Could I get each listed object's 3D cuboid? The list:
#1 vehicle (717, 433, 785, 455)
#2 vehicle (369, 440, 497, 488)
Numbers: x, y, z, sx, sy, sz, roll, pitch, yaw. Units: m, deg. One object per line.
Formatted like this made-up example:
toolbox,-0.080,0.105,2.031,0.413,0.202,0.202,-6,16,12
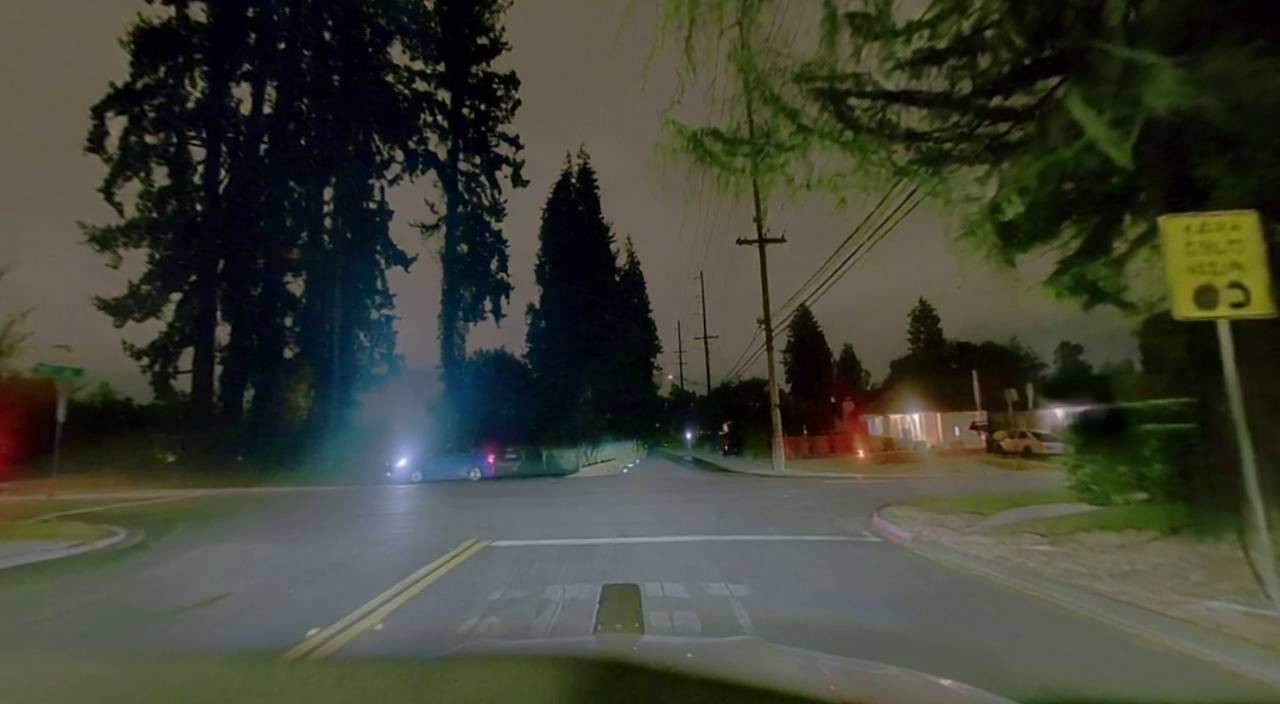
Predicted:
vehicle,8.455,7.065,48.554,4.784,1.647,1.947,0,-8,-4
vehicle,-7.523,4.075,23.508,1.988,1.596,4.396,-4,-9,26
